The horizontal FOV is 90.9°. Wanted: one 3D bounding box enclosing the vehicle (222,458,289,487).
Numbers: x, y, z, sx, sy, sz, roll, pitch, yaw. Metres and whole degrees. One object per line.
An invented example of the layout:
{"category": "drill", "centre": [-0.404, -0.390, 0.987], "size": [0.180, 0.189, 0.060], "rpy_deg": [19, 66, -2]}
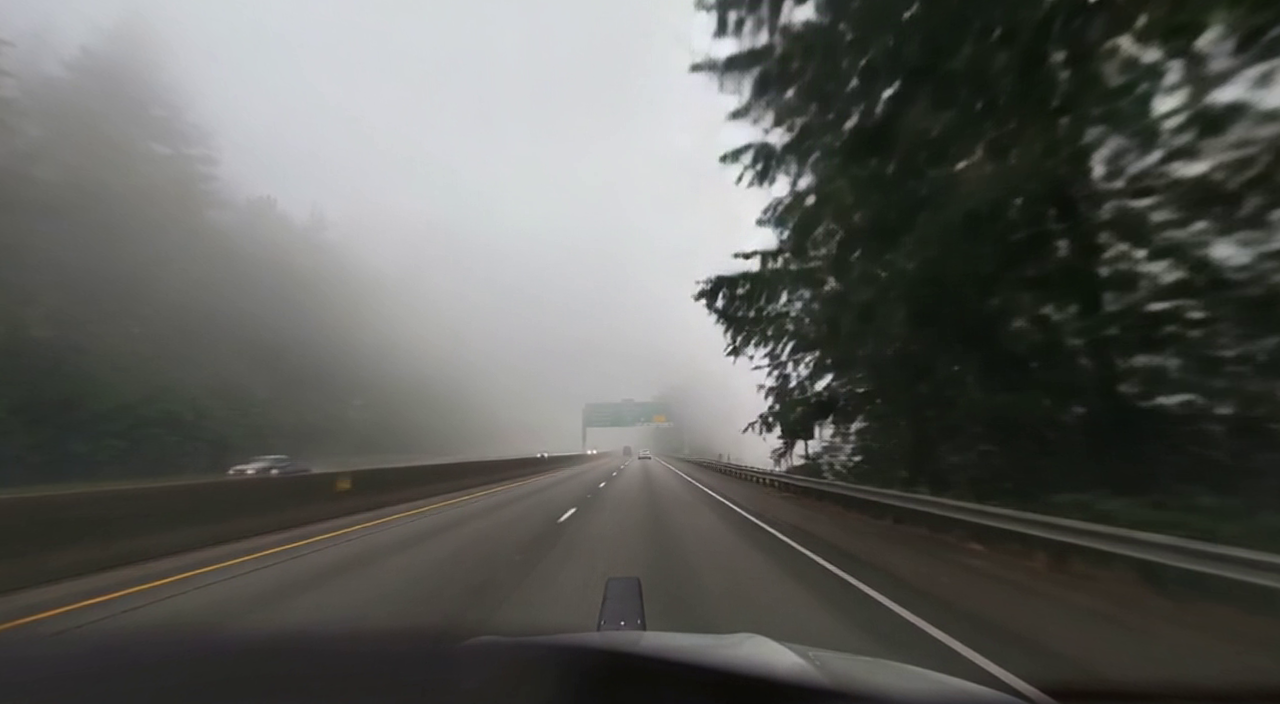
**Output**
{"category": "vehicle", "centre": [-26.355, 8.250, 43.382], "size": [2.049, 1.755, 4.884], "rpy_deg": [1, -9, -8]}
